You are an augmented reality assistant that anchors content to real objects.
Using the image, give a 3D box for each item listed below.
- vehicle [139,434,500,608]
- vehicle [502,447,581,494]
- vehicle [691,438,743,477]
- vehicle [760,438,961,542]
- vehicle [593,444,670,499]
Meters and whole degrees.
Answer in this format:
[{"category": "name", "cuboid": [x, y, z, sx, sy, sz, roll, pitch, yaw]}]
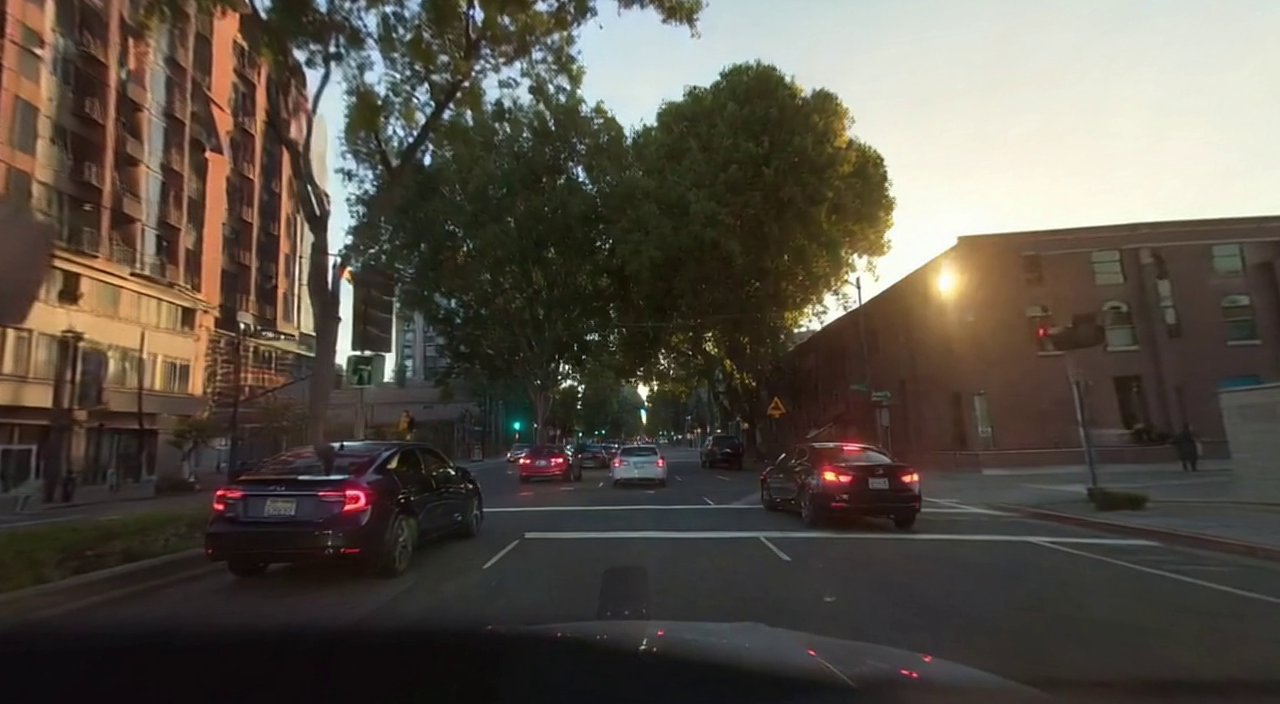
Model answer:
[{"category": "vehicle", "cuboid": [-3.274, 1.791, 7.710, 2.038, 1.481, 4.379, 0, -8, 1]}, {"category": "vehicle", "cuboid": [-3.321, 4.064, 22.093, 2.002, 1.465, 4.098, -1, -8, 2]}, {"category": "vehicle", "cuboid": [4.187, 5.832, 35.155, 2.142, 1.957, 5.443, 0, -8, -1]}, {"category": "vehicle", "cuboid": [3.655, 2.347, 11.484, 1.990, 1.486, 4.431, 0, -8, -1]}, {"category": "vehicle", "cuboid": [-0.248, 3.607, 19.434, 2.101, 1.480, 3.929, 0, -8, 0]}]
